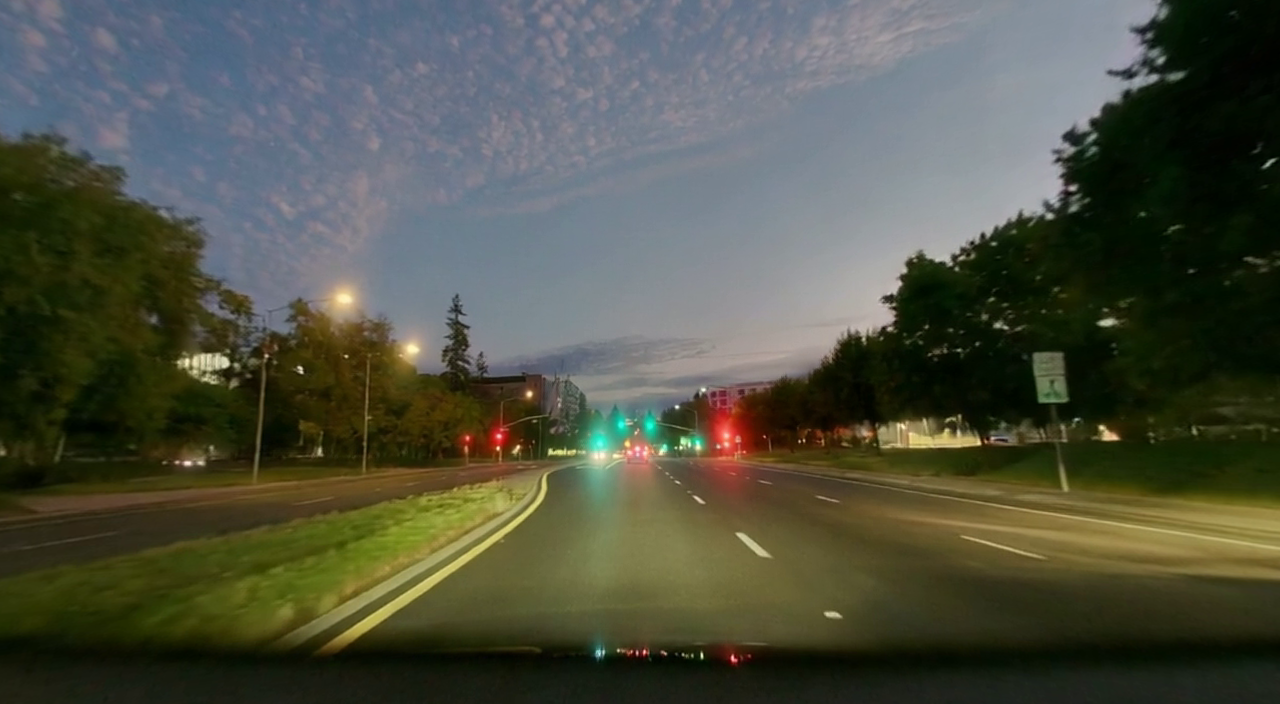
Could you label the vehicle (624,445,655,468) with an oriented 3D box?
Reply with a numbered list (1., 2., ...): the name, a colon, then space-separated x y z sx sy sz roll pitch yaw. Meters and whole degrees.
1. vehicle: -0.029 7.373 44.552 2.064 1.477 3.968 -1 -9 1
